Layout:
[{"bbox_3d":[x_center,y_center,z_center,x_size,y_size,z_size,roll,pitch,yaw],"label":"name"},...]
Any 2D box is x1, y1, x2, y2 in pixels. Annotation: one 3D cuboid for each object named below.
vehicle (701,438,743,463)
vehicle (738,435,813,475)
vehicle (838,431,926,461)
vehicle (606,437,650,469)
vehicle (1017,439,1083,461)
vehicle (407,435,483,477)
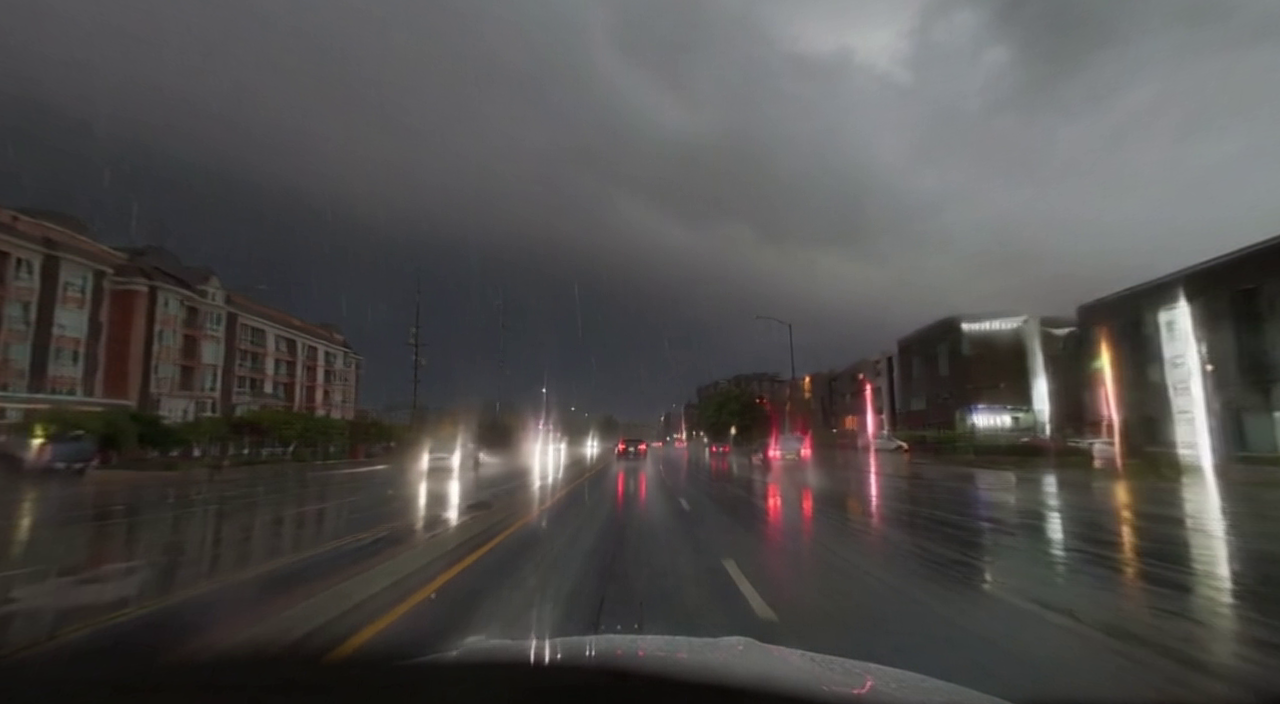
[{"bbox_3d":[5.473,6.602,42.355,2.154,1.554,4.149,0,-8,-2],"label":"vehicle"},{"bbox_3d":[5.804,4.486,27.634,2.121,1.557,4.898,0,-8,-2],"label":"vehicle"},{"bbox_3d":[17.387,6.792,45.400,5.388,2.082,2.328,1,-9,-5],"label":"vehicle"},{"bbox_3d":[-0.584,5.164,32.327,2.106,1.553,3.964,0,-8,-1],"label":"vehicle"},{"bbox_3d":[29.314,7.012,45.168,1.781,1.507,4.628,0,-8,2],"label":"vehicle"},{"bbox_3d":[-8.715,4.688,28.583,2.013,1.737,4.510,0,-8,0],"label":"vehicle"}]
